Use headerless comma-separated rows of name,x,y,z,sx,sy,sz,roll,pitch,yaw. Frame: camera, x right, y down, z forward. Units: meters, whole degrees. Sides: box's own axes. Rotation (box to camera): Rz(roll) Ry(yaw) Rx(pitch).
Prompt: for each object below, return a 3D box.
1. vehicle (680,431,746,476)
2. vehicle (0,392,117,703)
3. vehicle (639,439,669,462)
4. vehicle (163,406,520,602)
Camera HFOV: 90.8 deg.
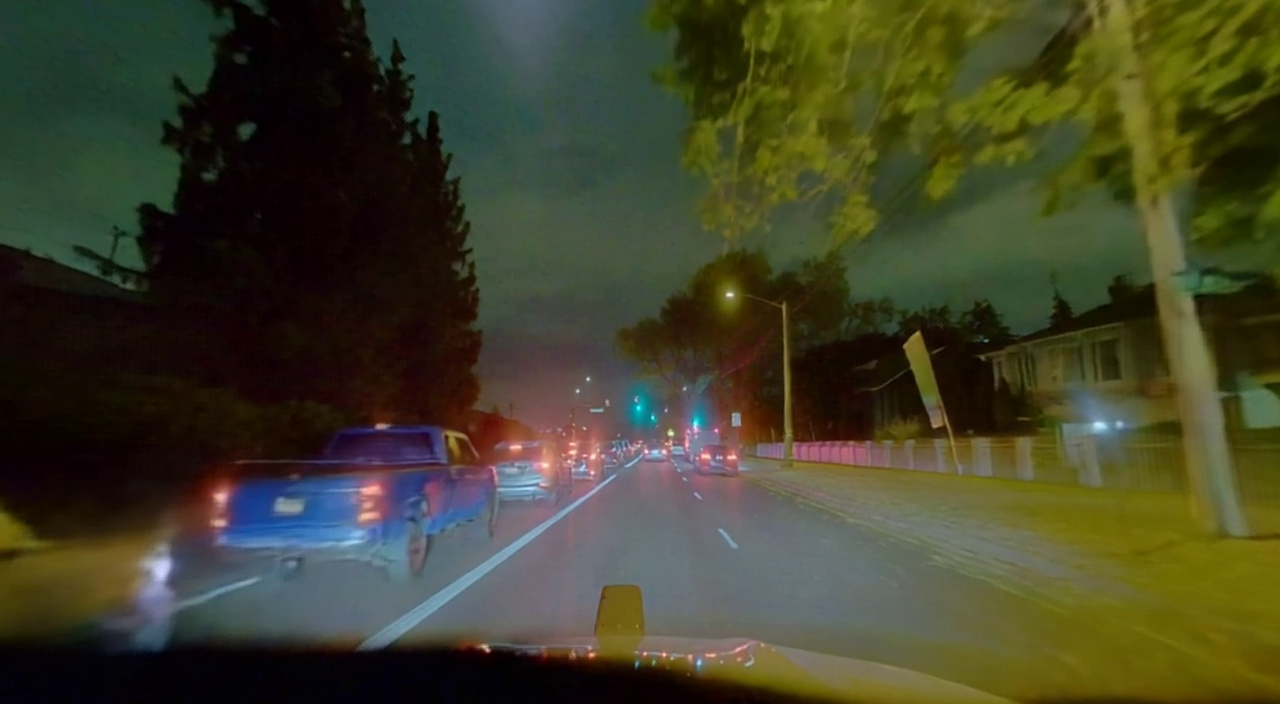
vehicle,2.954,4.248,26.591,2.258,1.682,4.635,0,-8,0
vehicle,-2.801,0.621,0.159,1.807,1.475,3.952,-1,-8,3
vehicle,0.964,6.620,42.415,1.927,1.453,3.848,0,-8,2
vehicle,-2.971,1.621,7.661,1.971,1.639,4.487,-1,-8,3
